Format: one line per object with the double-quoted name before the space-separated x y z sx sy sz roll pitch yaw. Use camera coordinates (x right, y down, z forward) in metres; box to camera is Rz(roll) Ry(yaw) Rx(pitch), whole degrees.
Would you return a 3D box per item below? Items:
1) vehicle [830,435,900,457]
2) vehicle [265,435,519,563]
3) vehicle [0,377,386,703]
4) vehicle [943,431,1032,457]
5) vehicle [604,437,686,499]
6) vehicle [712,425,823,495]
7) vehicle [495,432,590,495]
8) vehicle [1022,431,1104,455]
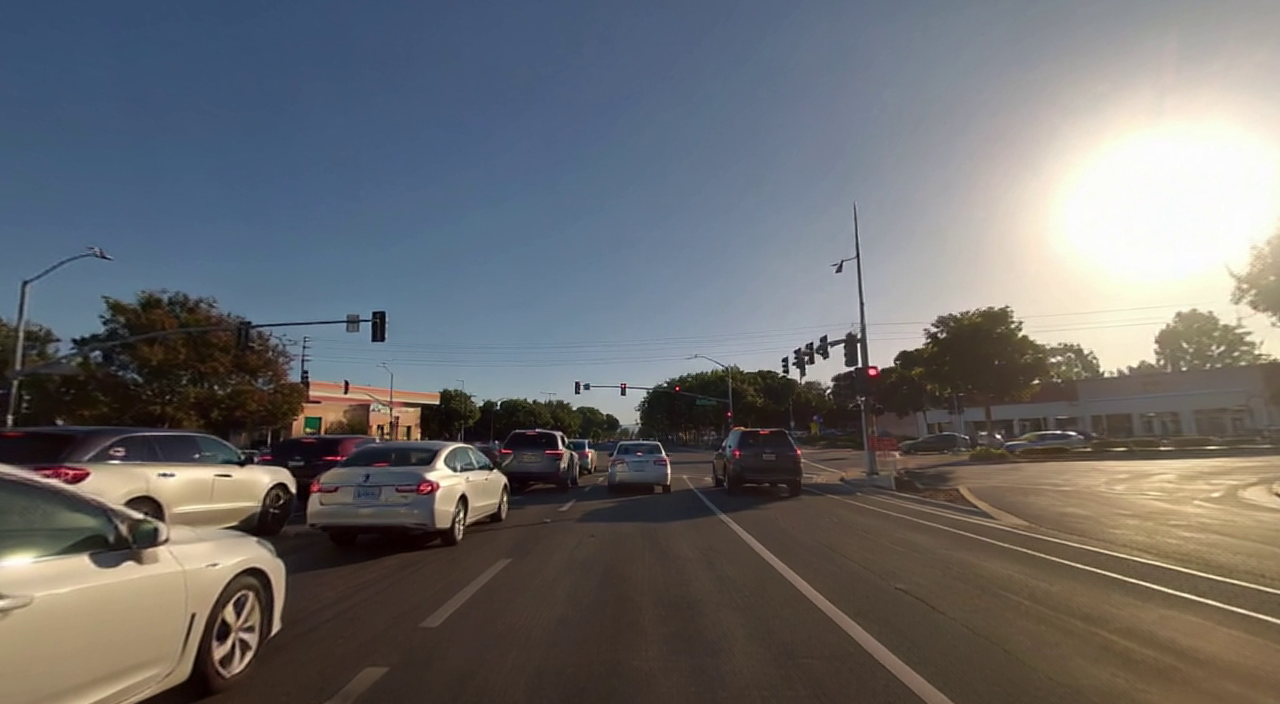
"vehicle" 17.500 7.361 49.124 4.626 1.653 1.982 0 -9 1
"vehicle" -3.324 2.058 9.586 2.014 1.472 4.357 0 -9 1
"vehicle" -3.079 0.892 2.216 2.249 1.517 4.951 0 -9 1
"vehicle" 23.336 6.209 42.442 4.781 1.700 1.986 0 -9 1
"vehicle" 0.147 3.176 17.605 2.032 1.499 3.994 0 -9 1
"vehicle" 3.361 2.991 17.636 2.076 1.691 4.402 0 -9 -2
"vehicle" -2.815 3.333 19.134 2.072 1.694 4.070 0 -9 2
"vehicle" 30.593 6.578 45.626 4.432 1.680 1.932 0 -9 2
